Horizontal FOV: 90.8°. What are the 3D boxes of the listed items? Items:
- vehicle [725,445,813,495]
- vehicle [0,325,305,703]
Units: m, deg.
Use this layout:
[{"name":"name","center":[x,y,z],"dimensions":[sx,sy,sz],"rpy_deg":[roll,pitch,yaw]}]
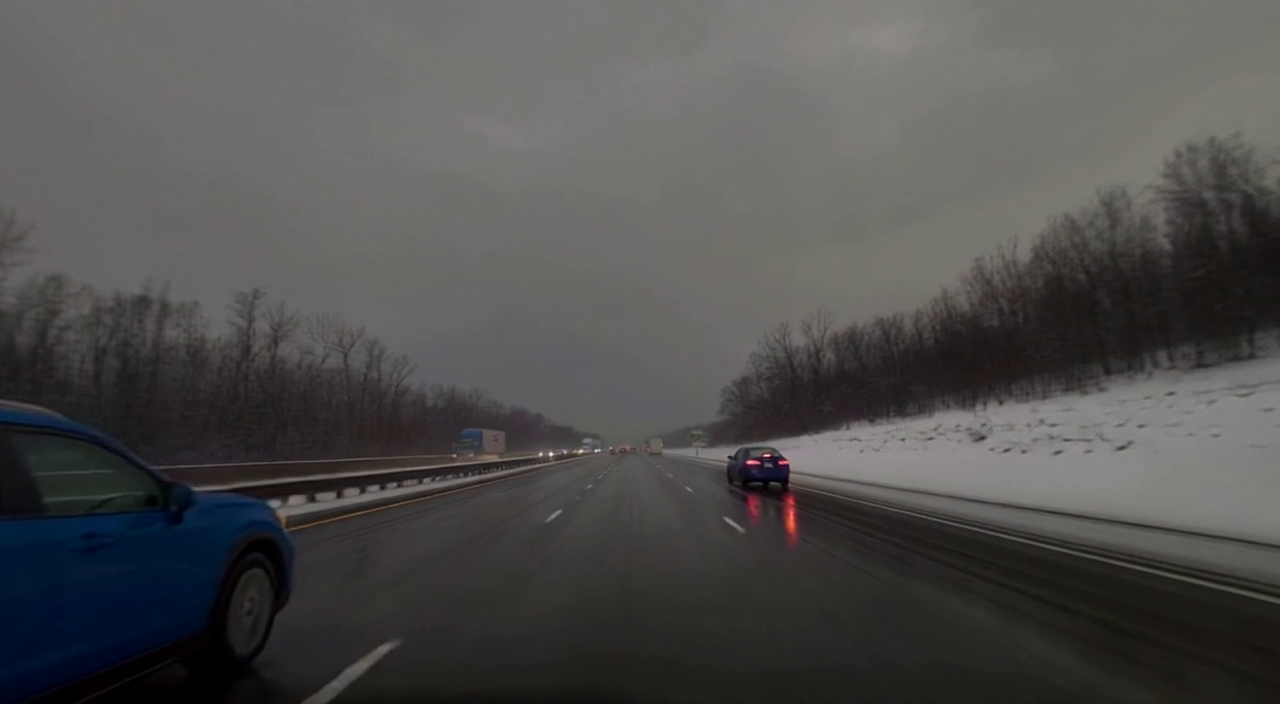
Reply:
[{"name":"vehicle","center":[4.106,3.816,20.758],"dimensions":[1.967,1.472,3.751],"rpy_deg":[0,-9,-2]},{"name":"vehicle","center":[-3.137,0.699,1.455],"dimensions":[2.277,1.695,4.475],"rpy_deg":[0,-9,-1]}]
